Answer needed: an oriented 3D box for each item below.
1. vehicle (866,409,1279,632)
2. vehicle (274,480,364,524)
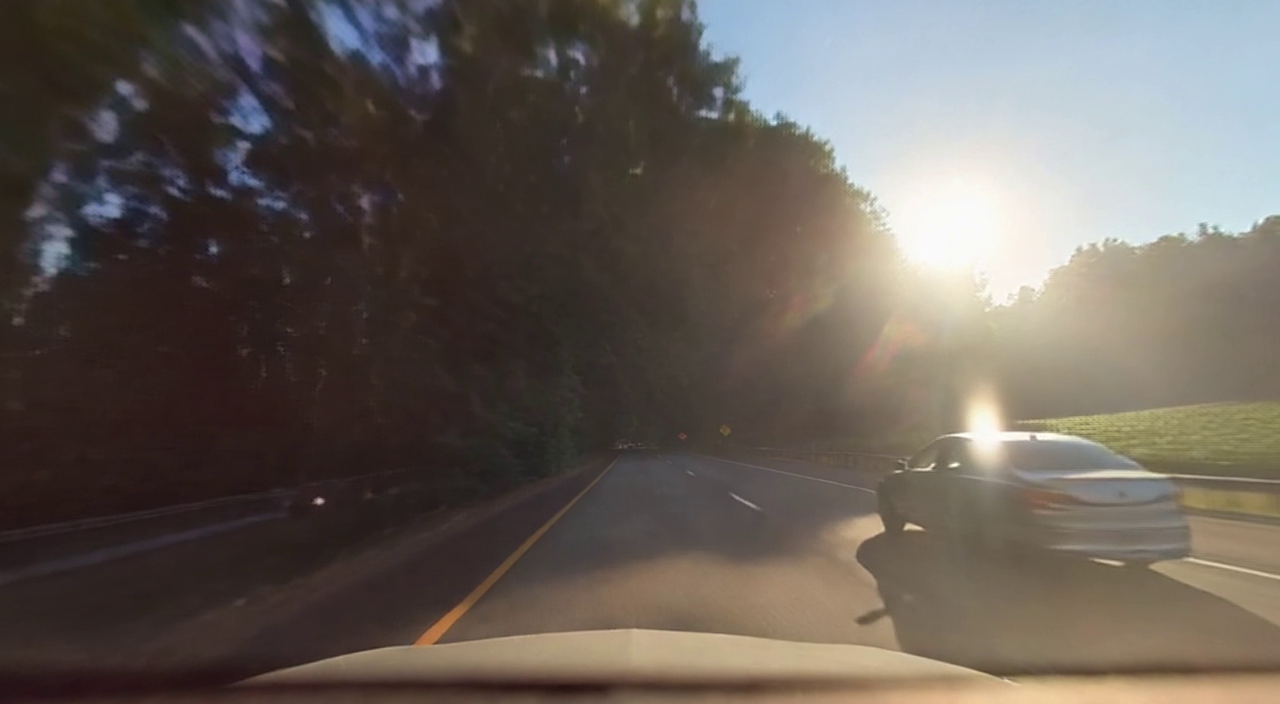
[{"bbox_3d":[4.297,1.500,6.768,1.905,1.525,4.719,0,-8,-1],"label":"vehicle"},{"bbox_3d":[-16.852,7.886,33.436,2.033,1.760,5.399,0,-8,-1],"label":"vehicle"}]
